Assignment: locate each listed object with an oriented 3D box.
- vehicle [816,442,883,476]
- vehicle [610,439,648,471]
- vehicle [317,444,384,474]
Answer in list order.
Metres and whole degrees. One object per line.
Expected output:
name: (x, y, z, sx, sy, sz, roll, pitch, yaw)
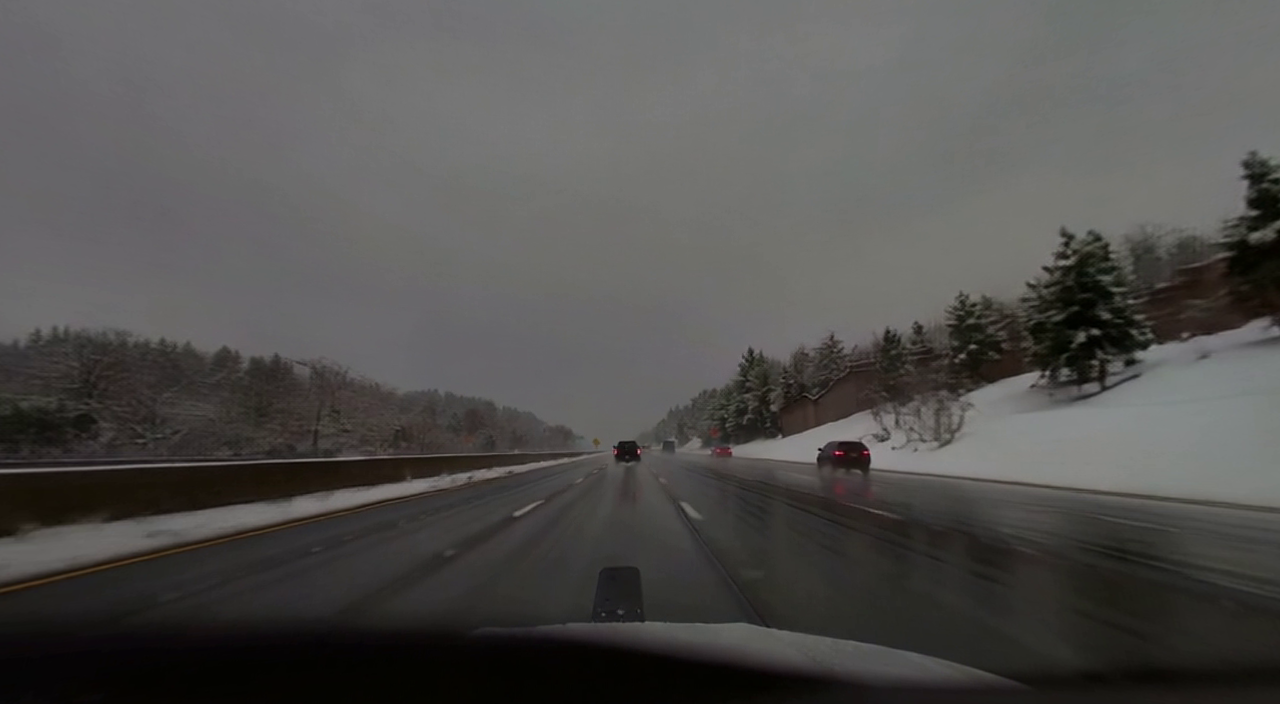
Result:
vehicle: (11.088, 5.658, 33.777, 1.912, 1.673, 4.438, 0, -9, -1)
vehicle: (-0.676, 6.149, 37.866, 2.121, 1.739, 4.087, 0, -9, -1)
vehicle: (-15.056, 5.559, 33.050, 1.778, 1.493, 3.619, 0, -9, 0)
